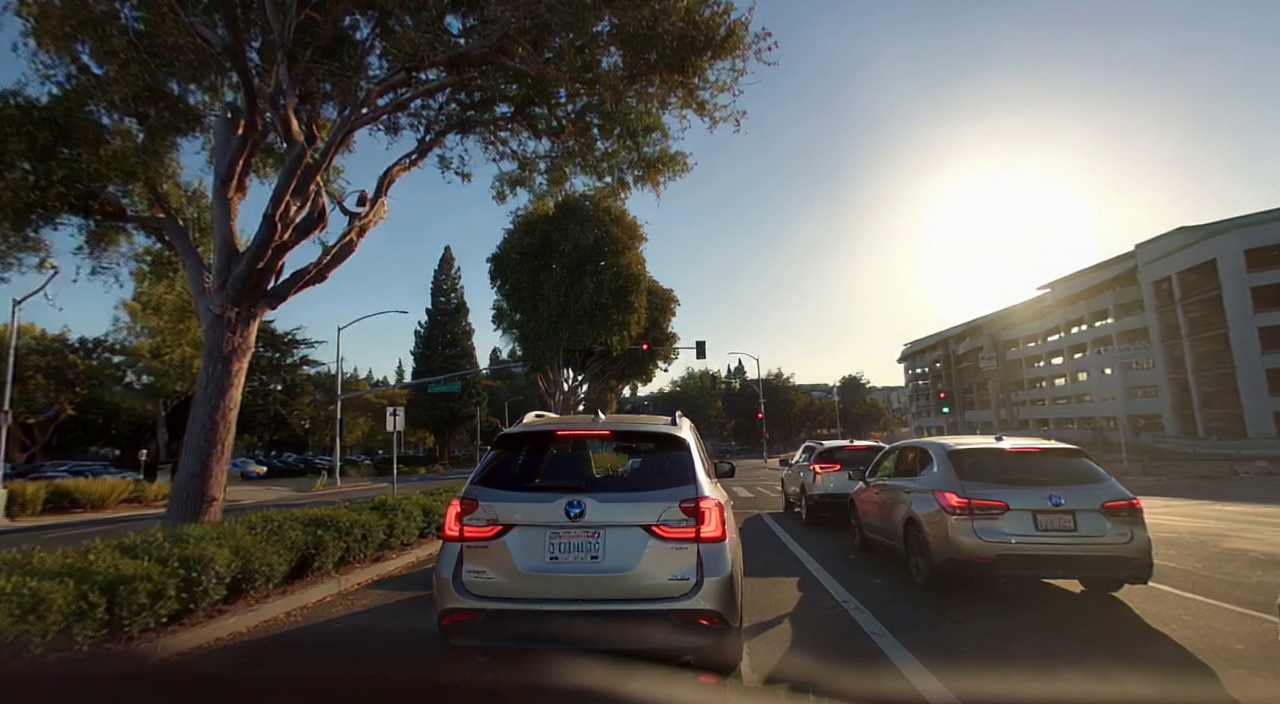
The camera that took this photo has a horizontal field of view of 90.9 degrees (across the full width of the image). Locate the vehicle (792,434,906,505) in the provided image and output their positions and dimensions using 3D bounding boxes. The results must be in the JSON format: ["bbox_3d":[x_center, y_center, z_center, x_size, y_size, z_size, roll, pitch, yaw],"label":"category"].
[{"bbox_3d":[5.336,3.032,16.714,1.994,1.638,4.100,-1,-9,6],"label":"vehicle"}]

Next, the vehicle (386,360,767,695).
[{"bbox_3d":[-0.209,1.232,5.555,2.021,1.742,4.295,-1,-8,4],"label":"vehicle"}]

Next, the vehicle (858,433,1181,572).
[{"bbox_3d":[4.902,1.968,9.158,1.963,1.480,4.553,0,-8,2],"label":"vehicle"}]

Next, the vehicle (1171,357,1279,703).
[{"bbox_3d":[4.062,0.601,1.102,1.993,1.719,4.953,0,-8,1],"label":"vehicle"}]
